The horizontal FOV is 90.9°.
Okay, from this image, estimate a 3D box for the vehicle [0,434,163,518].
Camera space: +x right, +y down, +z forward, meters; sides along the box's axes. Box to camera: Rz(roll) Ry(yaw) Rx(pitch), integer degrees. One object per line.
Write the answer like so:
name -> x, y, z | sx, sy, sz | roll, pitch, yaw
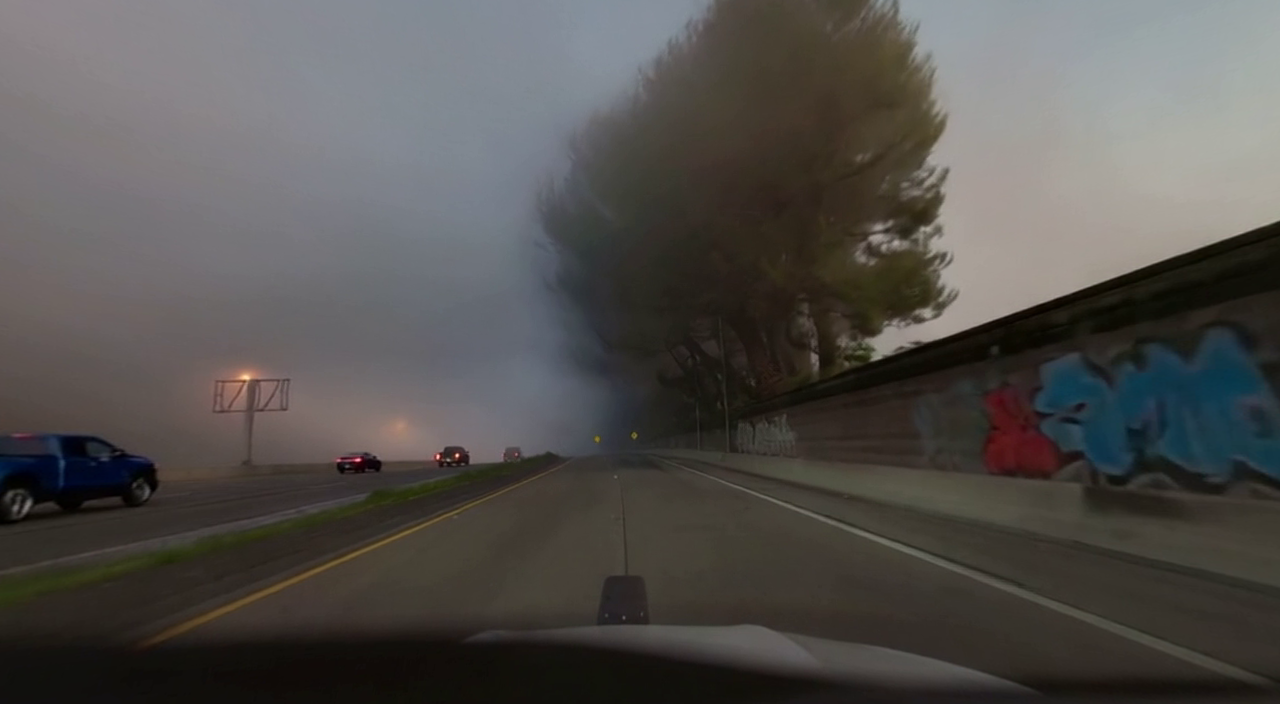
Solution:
vehicle -> -16.197, 3.200, 16.655 | 2.402, 1.940, 6.283 | 0, -9, -1
